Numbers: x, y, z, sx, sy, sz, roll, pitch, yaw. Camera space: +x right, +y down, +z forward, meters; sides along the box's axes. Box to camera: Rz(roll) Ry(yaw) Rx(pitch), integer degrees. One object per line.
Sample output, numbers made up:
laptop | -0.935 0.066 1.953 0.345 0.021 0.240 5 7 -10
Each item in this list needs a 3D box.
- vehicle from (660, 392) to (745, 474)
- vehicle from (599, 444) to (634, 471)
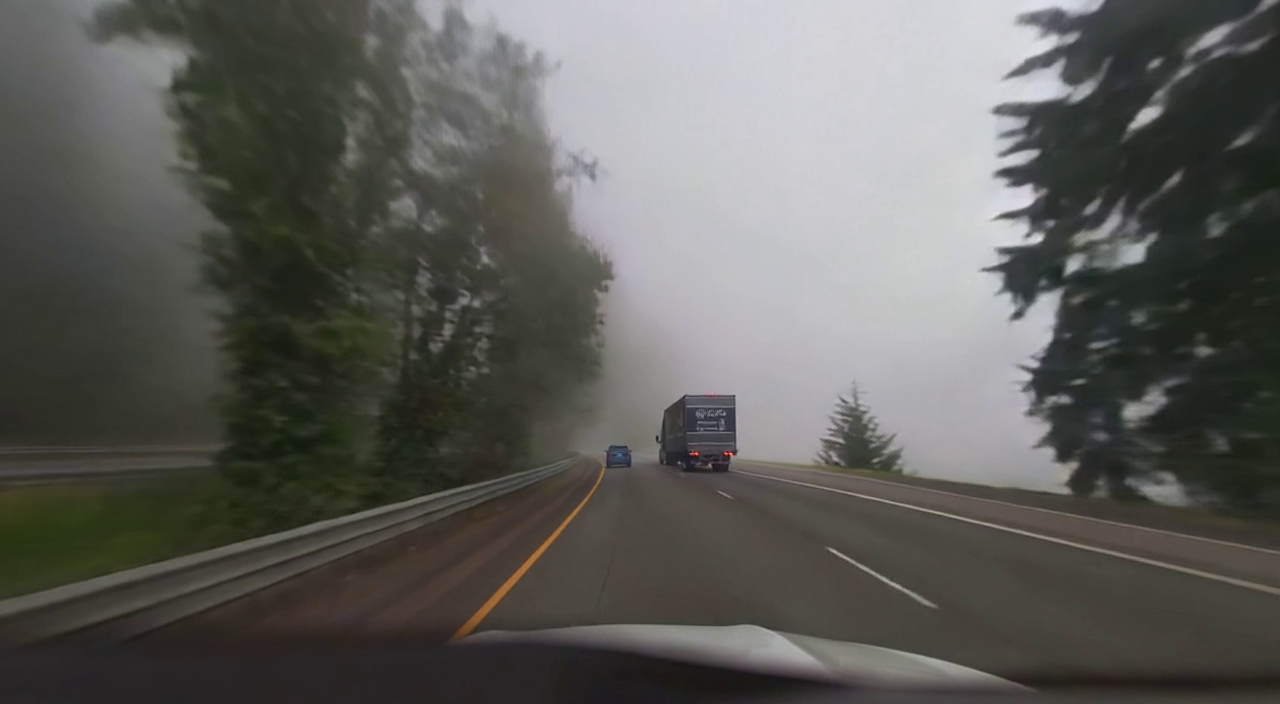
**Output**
vehicle | 3.333 5.089 38.307 2.951 4.012 14.203 1 -9 -3
vehicle | -1.353 6.042 36.210 1.913 1.460 3.610 0 -9 -2
